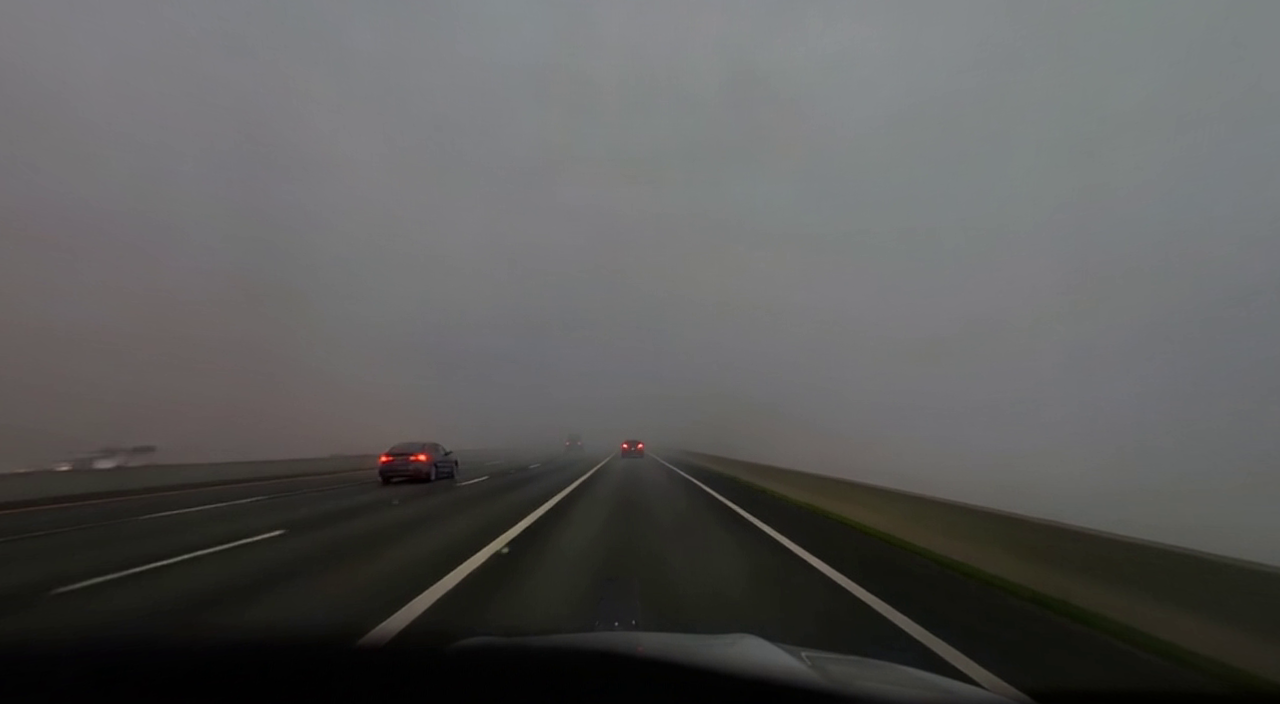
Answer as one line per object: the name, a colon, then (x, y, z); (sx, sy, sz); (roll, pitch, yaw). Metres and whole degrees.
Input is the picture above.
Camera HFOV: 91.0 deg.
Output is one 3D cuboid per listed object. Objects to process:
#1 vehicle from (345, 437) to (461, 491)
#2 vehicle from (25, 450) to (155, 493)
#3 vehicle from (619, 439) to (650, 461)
vehicle: (-7.358, 3.503, 20.166); (1.939, 1.504, 4.727); (0, -8, -1)
vehicle: (-23.050, 5.003, 26.624); (1.953, 1.578, 3.980); (0, -8, -2)
vehicle: (-0.383, 6.886, 44.210); (2.072, 1.440, 3.690); (0, -8, -1)
